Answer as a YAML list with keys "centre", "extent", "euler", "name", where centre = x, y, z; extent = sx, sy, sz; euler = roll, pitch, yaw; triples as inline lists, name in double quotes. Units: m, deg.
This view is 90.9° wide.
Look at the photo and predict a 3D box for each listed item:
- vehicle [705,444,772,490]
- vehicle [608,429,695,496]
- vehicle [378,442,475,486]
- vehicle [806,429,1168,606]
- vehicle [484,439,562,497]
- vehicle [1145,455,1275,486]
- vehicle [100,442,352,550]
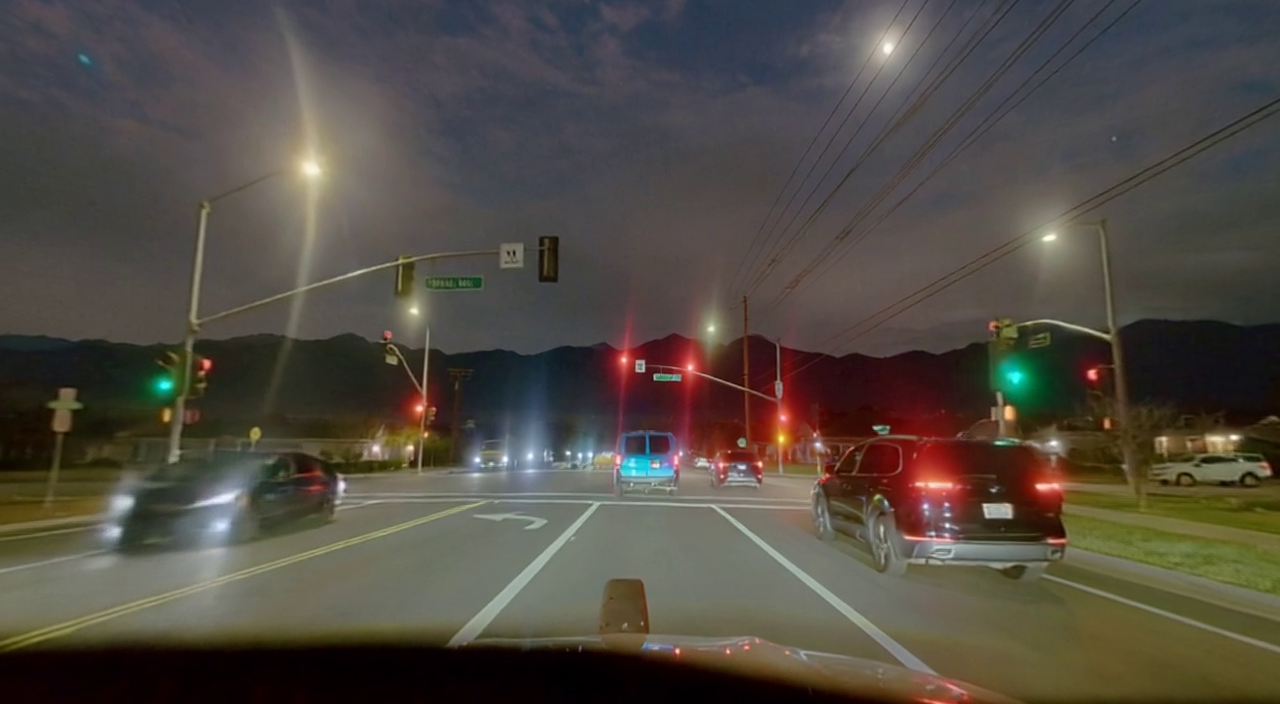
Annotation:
- centre: [3.807, 4.493, 25.029]
  extent: [1.957, 1.646, 4.355]
  euler: [0, -8, 0]
  name: "vehicle"
- centre: [0.378, 3.734, 21.766]
  extent: [2.636, 2.011, 5.130]
  euler: [0, -8, 1]
  name: "vehicle"
- centre: [-9.871, 5.084, 29.052]
  extent: [4.530, 1.864, 1.999]
  euler: [-7, -11, 38]
  name: "vehicle"
- centre: [3.927, 1.920, 8.412]
  extent: [2.155, 1.658, 4.721]
  euler: [0, -8, 1]
  name: "vehicle"
- centre: [-4.095, 3.868, 21.497]
  extent: [2.059, 1.749, 4.458]
  euler: [3, -9, -17]
  name: "vehicle"
- centre: [29.178, 6.042, 32.365]
  extent: [4.649, 1.481, 2.019]
  euler: [0, -8, 1]
  name: "vehicle"
- centre: [-7.093, 2.442, 11.573]
  extent: [2.005, 1.533, 4.644]
  euler: [1, -8, -8]
  name: "vehicle"
